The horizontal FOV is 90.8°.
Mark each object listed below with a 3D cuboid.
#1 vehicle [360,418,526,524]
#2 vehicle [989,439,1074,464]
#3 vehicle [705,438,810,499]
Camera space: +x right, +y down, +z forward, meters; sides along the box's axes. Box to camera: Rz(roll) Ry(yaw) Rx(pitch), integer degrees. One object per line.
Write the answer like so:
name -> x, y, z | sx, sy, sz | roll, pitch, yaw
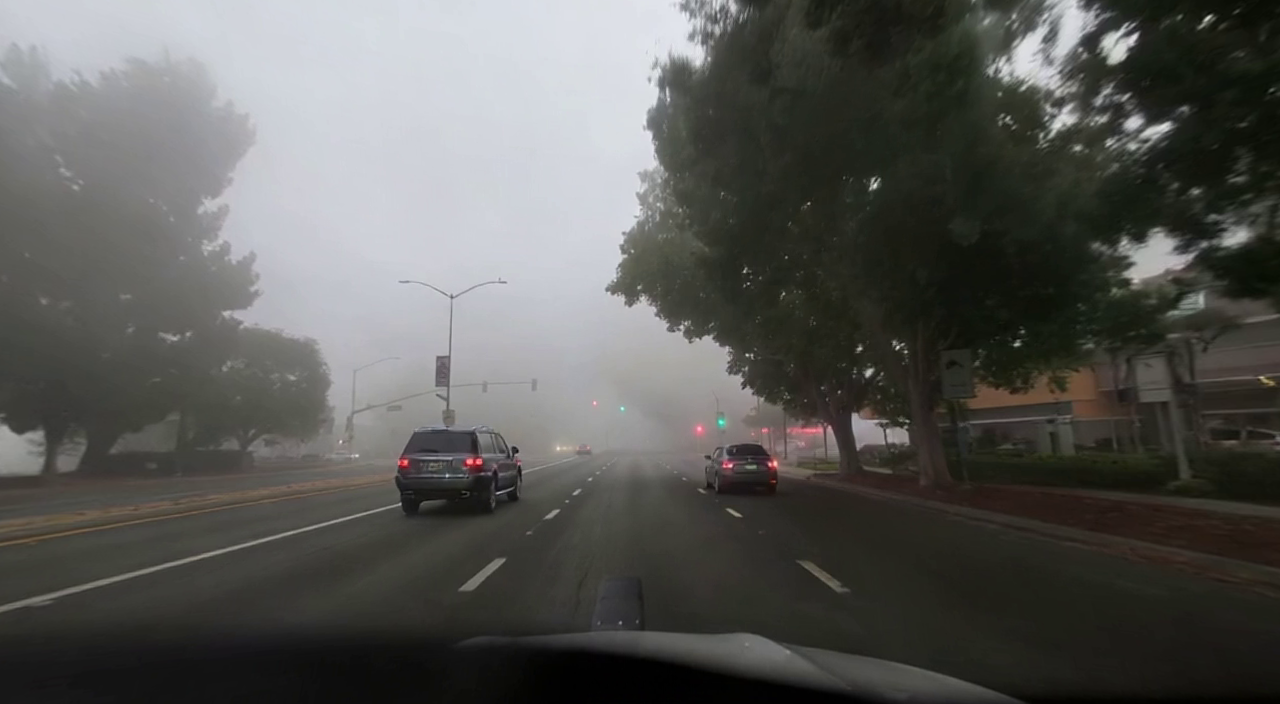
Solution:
vehicle -> -3.816, 2.402, 13.227 | 1.997, 1.806, 4.500 | 0, -9, 0
vehicle -> 29.057, 7.404, 47.020 | 4.810, 1.627, 1.991 | -3, -9, 6
vehicle -> 3.210, 3.301, 18.320 | 1.975, 1.502, 4.787 | 0, -9, -2
